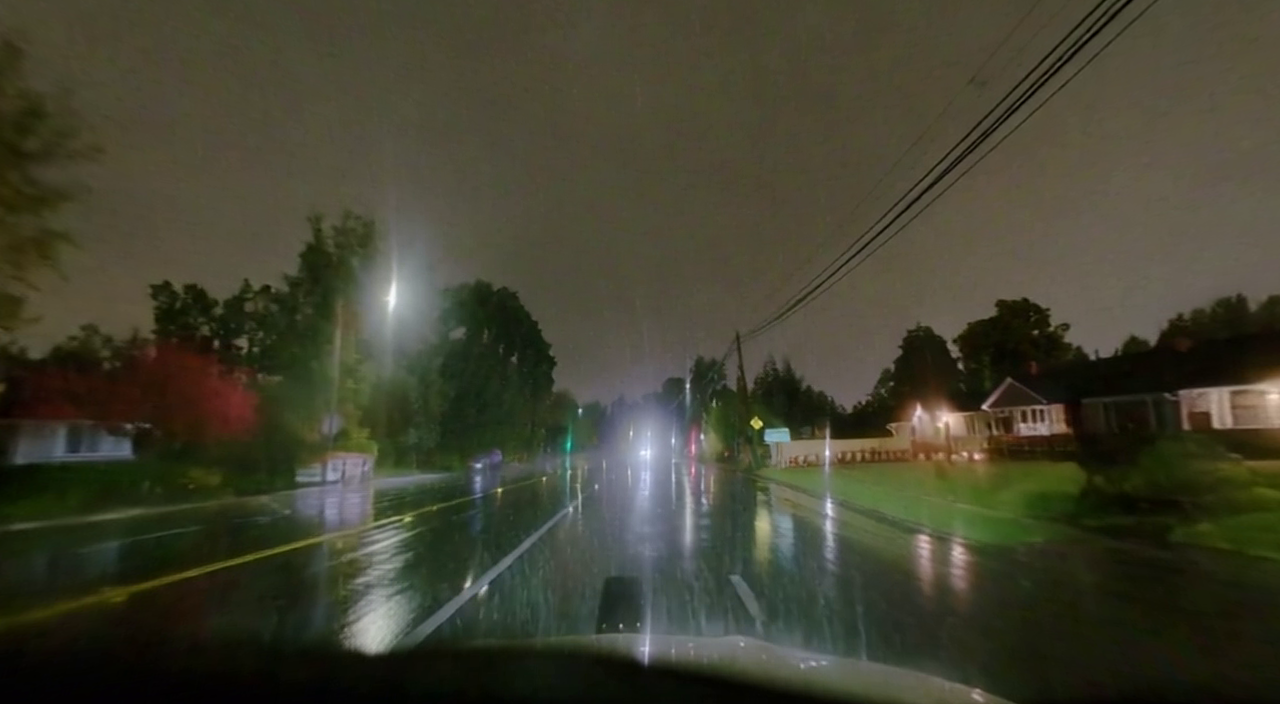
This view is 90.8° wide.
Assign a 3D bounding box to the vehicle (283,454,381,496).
[{"bbox_3d":[-12.995,5.172,26.995,1.859,1.496,4.390,-4,-9,2],"label":"vehicle"}]
